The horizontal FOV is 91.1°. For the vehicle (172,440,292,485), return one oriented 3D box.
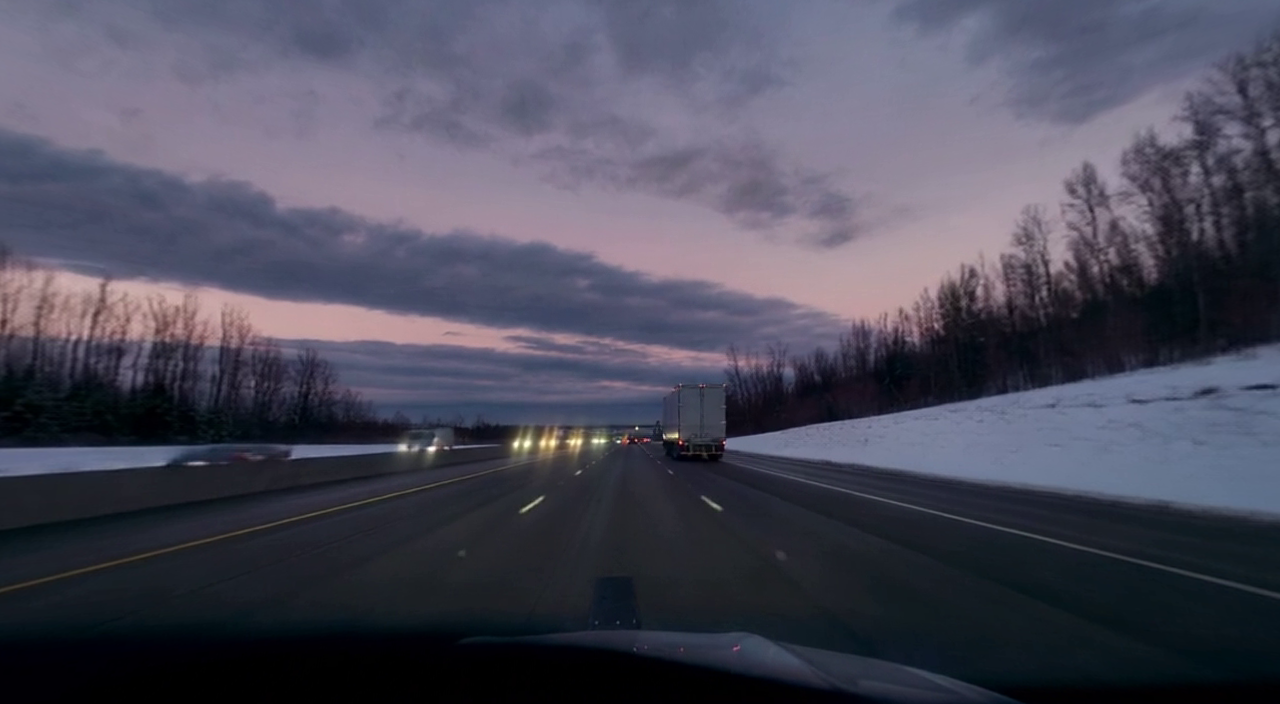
[{"bbox_3d":[-15.763,4.231,24.573,1.938,1.579,4.138,0,-8,-1],"label":"vehicle"}]

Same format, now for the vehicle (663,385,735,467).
[{"bbox_3d":[3.314,4.771,40.013,2.979,4.161,15.508,1,-7,0],"label":"vehicle"}]

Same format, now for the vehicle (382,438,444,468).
[{"bbox_3d":[-12.054,5.357,33.666,1.864,1.515,4.052,0,-8,-1],"label":"vehicle"}]
